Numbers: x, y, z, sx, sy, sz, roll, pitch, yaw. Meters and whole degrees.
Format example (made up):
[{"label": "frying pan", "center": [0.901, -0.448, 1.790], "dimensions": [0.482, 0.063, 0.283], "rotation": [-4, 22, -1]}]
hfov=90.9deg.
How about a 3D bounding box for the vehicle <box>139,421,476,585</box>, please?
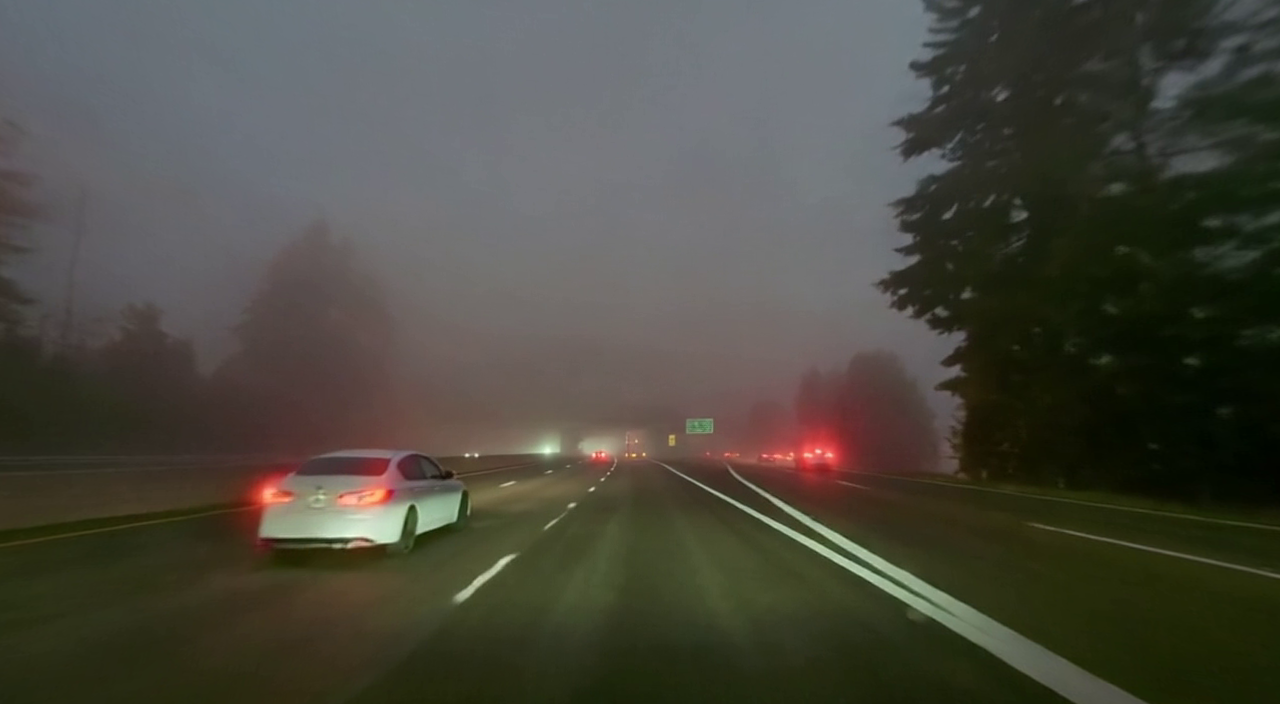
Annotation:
[{"label": "vehicle", "center": [-3.763, 1.789, 8.220], "dimensions": [2.070, 1.564, 4.145], "rotation": [0, -9, 1]}]
